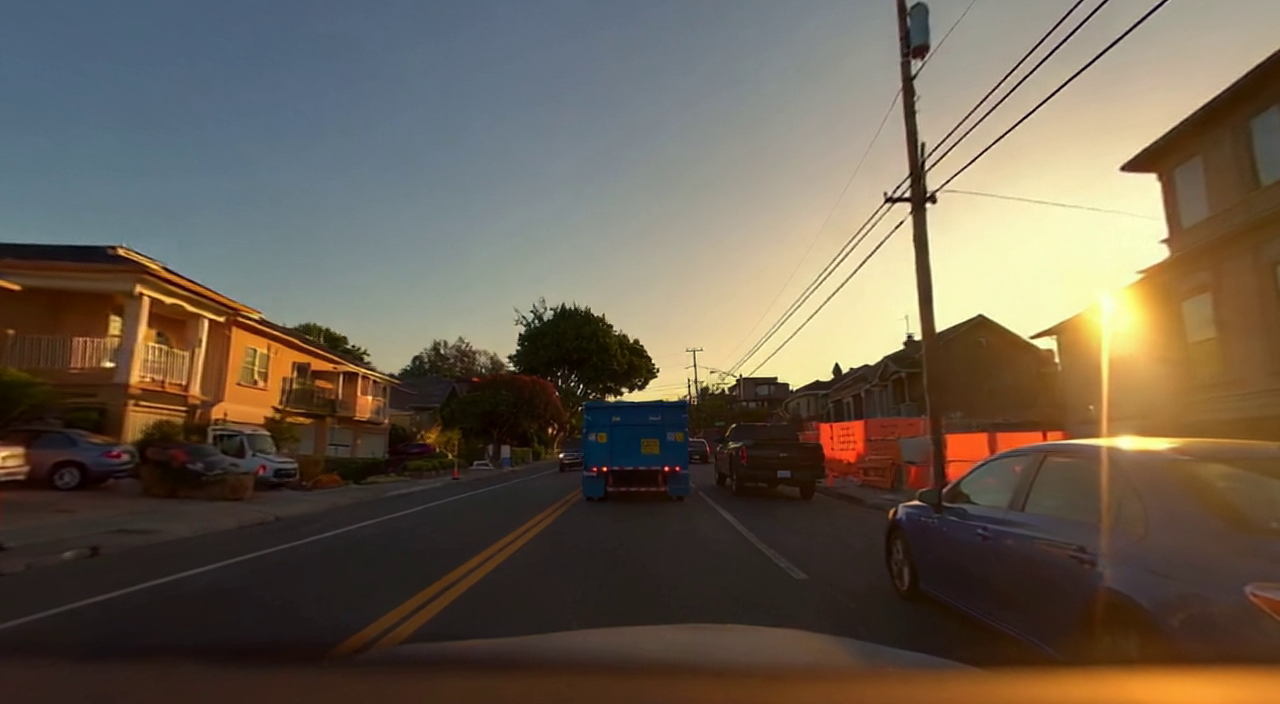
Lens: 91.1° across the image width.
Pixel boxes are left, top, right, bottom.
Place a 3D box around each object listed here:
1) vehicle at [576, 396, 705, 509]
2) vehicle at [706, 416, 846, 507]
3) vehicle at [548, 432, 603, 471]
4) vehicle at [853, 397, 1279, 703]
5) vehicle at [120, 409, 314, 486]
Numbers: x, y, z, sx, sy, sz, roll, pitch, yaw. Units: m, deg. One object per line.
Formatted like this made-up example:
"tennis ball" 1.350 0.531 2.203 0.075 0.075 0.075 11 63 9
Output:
"vehicle" 0.059 2.621 16.697 2.751 2.361 6.347 1 -9 1
"vehicle" 3.295 2.835 16.761 2.486 1.993 5.667 0 -8 0
"vehicle" -3.500 5.585 35.324 2.306 2.005 5.773 0 -8 2
"vehicle" 3.072 1.165 3.780 2.010 1.499 4.481 0 -8 0
"vehicle" -13.390 3.104 20.522 2.475 2.157 5.567 0 -8 -1
